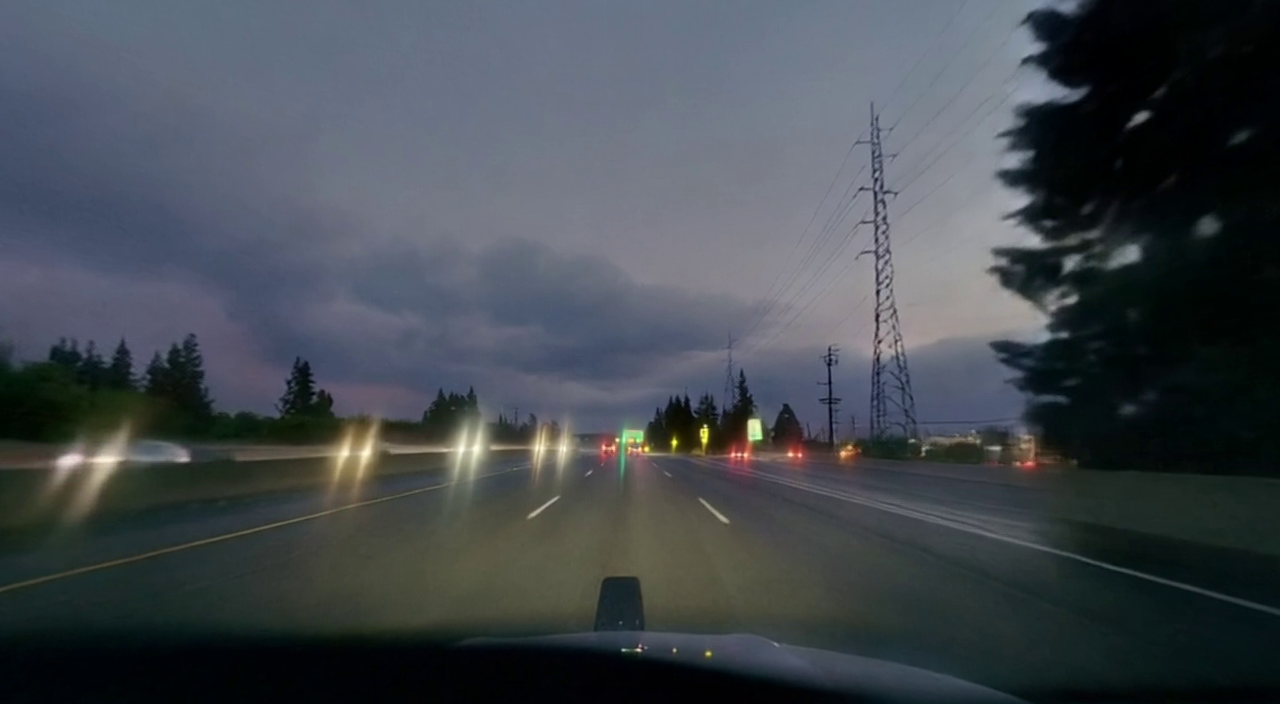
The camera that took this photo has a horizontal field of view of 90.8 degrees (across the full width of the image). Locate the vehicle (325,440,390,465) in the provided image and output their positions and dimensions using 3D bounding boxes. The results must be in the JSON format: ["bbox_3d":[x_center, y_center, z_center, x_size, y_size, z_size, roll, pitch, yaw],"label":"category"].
[{"bbox_3d":[-18.128,6.431,40.760,2.080,1.499,4.591,0,-8,0],"label":"vehicle"}]

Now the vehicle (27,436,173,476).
[{"bbox_3d":[-21.834,4.226,25.850,1.924,1.459,4.597,0,-8,-1],"label":"vehicle"}]
